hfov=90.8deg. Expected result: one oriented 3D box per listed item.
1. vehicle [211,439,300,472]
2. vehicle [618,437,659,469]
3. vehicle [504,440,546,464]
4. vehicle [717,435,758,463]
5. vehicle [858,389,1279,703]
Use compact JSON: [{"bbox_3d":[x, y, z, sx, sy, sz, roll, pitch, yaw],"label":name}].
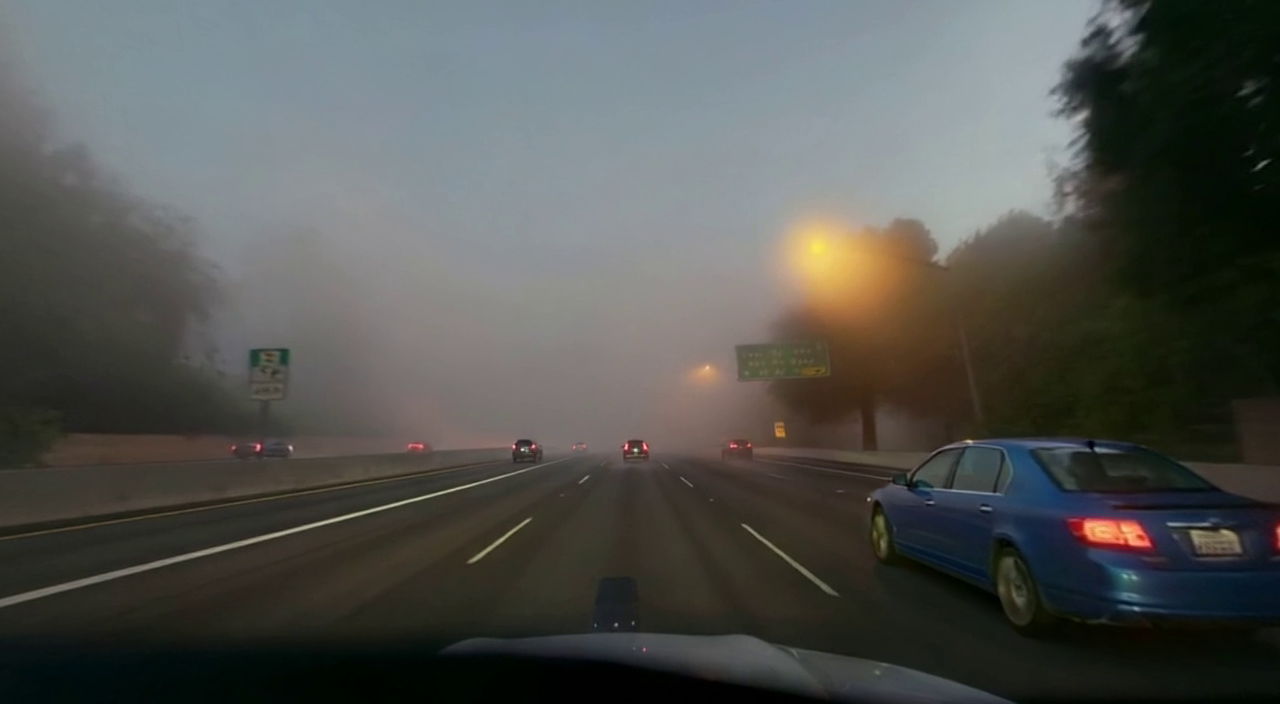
[{"bbox_3d":[-21.368,5.770,35.397,2.058,1.667,4.623,0,-9,0],"label":"vehicle"},{"bbox_3d":[-0.098,5.602,35.105,2.157,1.642,4.189,0,-9,-1],"label":"vehicle"},{"bbox_3d":[-8.110,7.078,44.871,2.028,1.552,4.922,0,-9,0],"label":"vehicle"},{"bbox_3d":[7.110,7.149,46.680,2.103,1.898,5.310,0,-9,-1],"label":"vehicle"},{"bbox_3d":[3.235,1.138,3.857,2.072,1.501,4.694,0,-9,-1],"label":"vehicle"}]
